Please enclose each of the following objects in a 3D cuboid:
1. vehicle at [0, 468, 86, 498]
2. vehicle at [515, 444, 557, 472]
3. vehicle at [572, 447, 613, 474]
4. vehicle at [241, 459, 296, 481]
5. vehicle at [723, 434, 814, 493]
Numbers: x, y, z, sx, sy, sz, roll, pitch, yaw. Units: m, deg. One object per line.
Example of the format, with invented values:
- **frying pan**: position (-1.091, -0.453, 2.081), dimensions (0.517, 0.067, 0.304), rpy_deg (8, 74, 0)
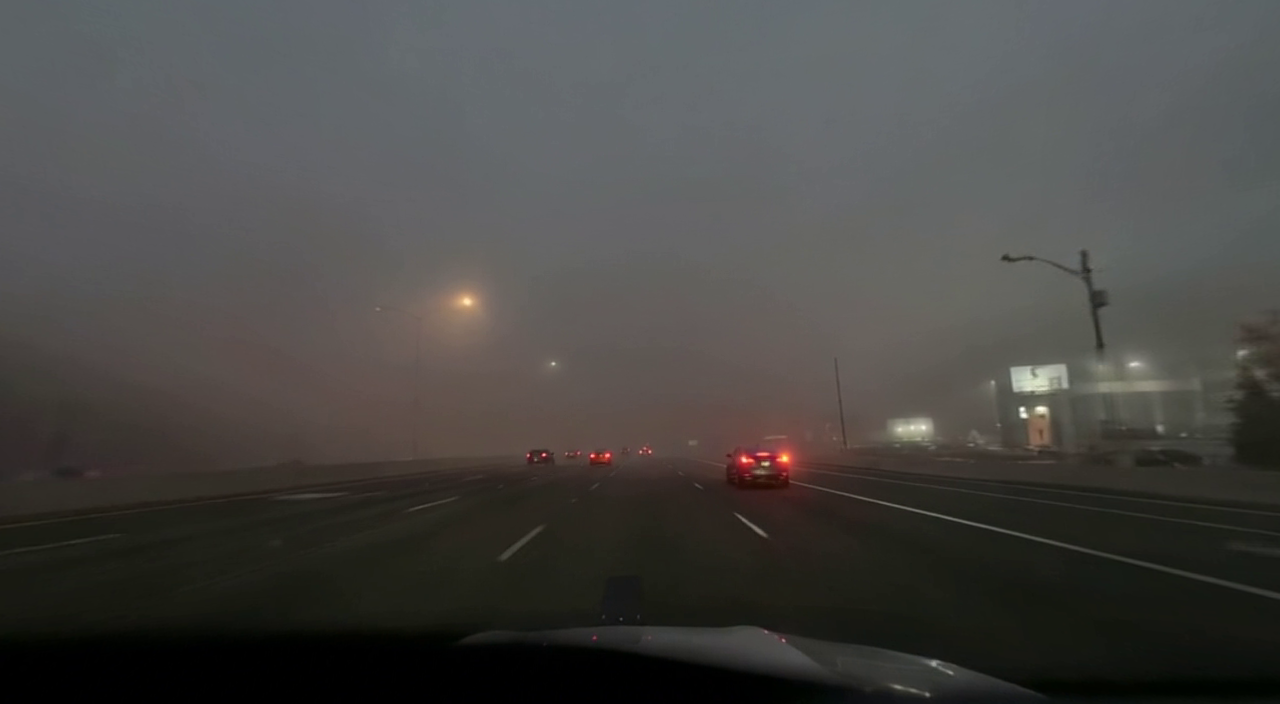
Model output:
- **vehicle**: position (-33.671, 7.266, 35.155), dimensions (1.813, 1.475, 3.941), rpy_deg (0, -9, 1)
- **vehicle**: position (-7.323, 7.512, 44.881), dimensions (2.112, 1.813, 4.716), rpy_deg (0, -9, 1)
- **vehicle**: position (-2.801, 6.528, 38.006), dimensions (2.139, 1.510, 4.506), rpy_deg (0, -9, 0)
- **vehicle**: position (-27.777, 8.840, 47.199), dimensions (1.722, 1.495, 3.786), rpy_deg (0, -9, 0)
- **vehicle**: position (4.269, 3.783, 21.706), dimensions (2.109, 1.764, 4.704), rpy_deg (0, -9, 0)
